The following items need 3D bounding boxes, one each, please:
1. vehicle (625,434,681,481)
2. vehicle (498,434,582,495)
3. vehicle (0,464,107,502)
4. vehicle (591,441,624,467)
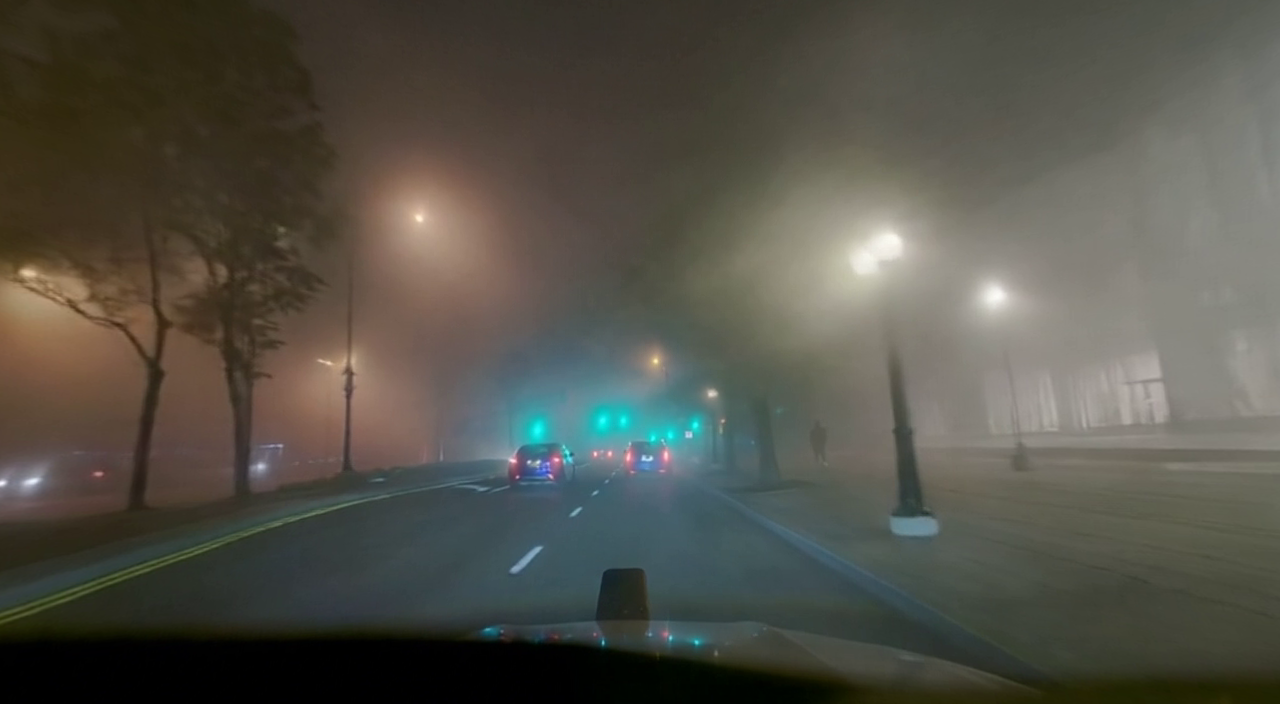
[{"bbox_3d":[0.503,4.259,25.690,2.120,1.758,3.917,0,-8,1],"label":"vehicle"},{"bbox_3d":[-3.046,3.512,20.002,1.940,1.722,3.823,0,-8,1],"label":"vehicle"},{"bbox_3d":[-30.503,6.694,32.559,1.929,1.671,4.597,0,-8,-2],"label":"vehicle"},{"bbox_3d":[-2.411,7.686,47.837,2.220,1.847,4.587,0,-8,1],"label":"vehicle"}]
